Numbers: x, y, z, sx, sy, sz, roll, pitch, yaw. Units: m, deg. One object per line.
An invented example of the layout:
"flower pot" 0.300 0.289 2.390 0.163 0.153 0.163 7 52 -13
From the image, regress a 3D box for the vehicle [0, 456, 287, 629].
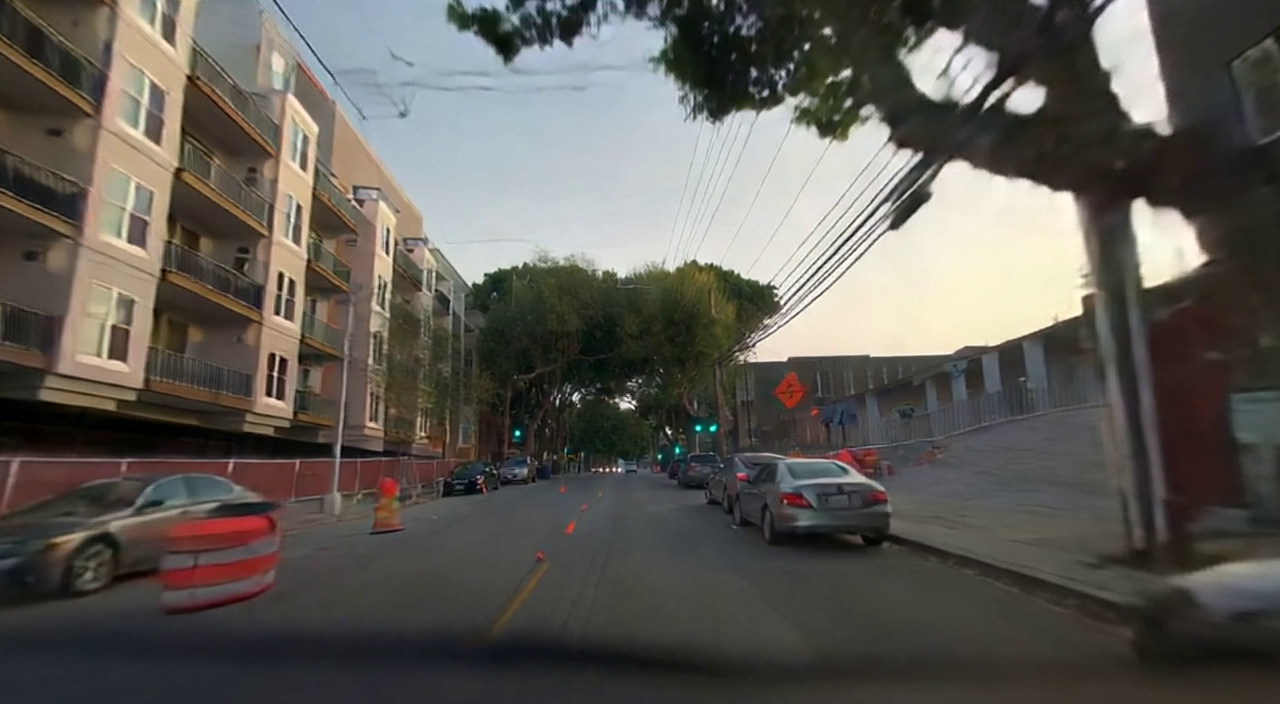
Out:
"vehicle" -6.594 2.129 8.048 1.900 1.520 4.320 0 -9 -4

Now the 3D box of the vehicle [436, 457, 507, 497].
"vehicle" -6.908 5.176 26.427 1.968 1.450 4.271 0 -9 -3

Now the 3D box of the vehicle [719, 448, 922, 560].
"vehicle" 2.768 2.447 11.063 2.010 1.499 4.754 0 -9 -2

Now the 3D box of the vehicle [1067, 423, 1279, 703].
"vehicle" 3.182 0.719 0.490 2.077 1.445 4.897 0 -9 -3
